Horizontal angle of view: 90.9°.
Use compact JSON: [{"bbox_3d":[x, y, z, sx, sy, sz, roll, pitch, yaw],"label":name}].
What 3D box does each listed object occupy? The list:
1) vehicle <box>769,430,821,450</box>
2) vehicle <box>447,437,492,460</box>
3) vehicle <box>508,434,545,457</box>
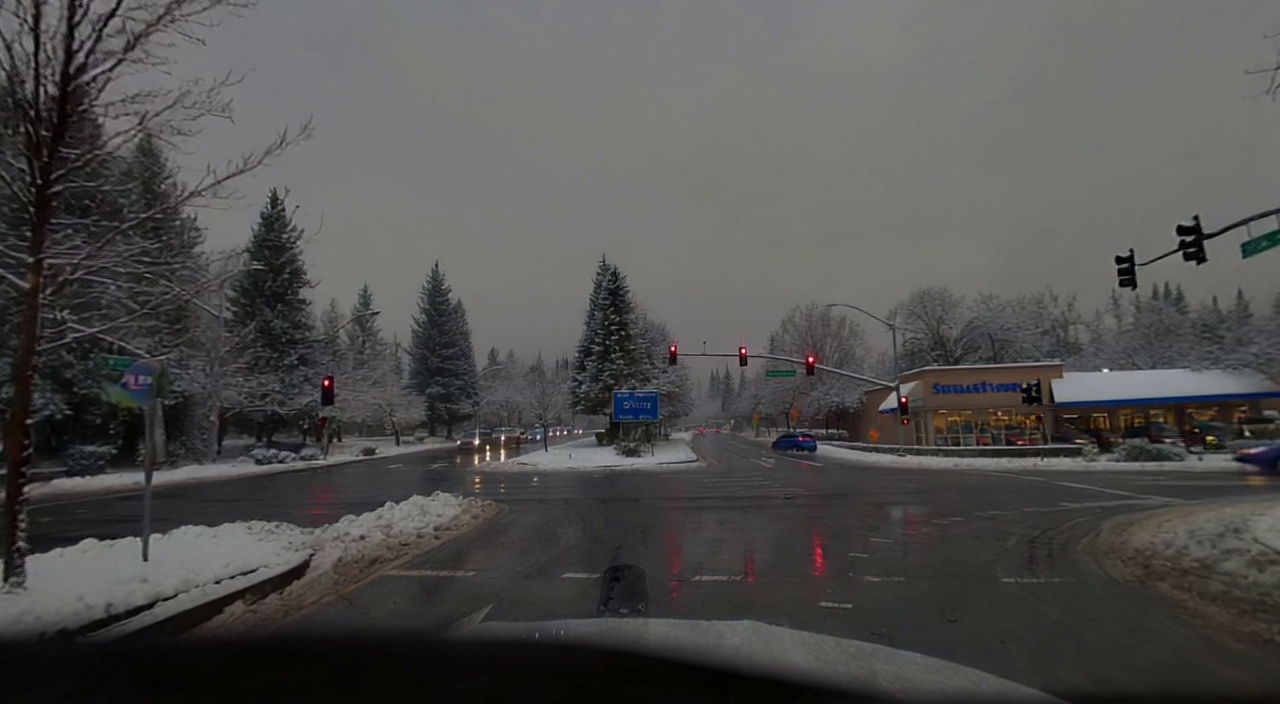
[{"bbox_3d":[11.856,6.833,48.601,1.781,1.448,4.560,2,-9,-16],"label":"vehicle"},{"bbox_3d":[-11.772,6.689,43.895,2.111,1.499,4.371,0,-9,-3],"label":"vehicle"},{"bbox_3d":[-8.048,6.661,45.088,1.920,1.546,4.086,0,-9,-1],"label":"vehicle"}]
